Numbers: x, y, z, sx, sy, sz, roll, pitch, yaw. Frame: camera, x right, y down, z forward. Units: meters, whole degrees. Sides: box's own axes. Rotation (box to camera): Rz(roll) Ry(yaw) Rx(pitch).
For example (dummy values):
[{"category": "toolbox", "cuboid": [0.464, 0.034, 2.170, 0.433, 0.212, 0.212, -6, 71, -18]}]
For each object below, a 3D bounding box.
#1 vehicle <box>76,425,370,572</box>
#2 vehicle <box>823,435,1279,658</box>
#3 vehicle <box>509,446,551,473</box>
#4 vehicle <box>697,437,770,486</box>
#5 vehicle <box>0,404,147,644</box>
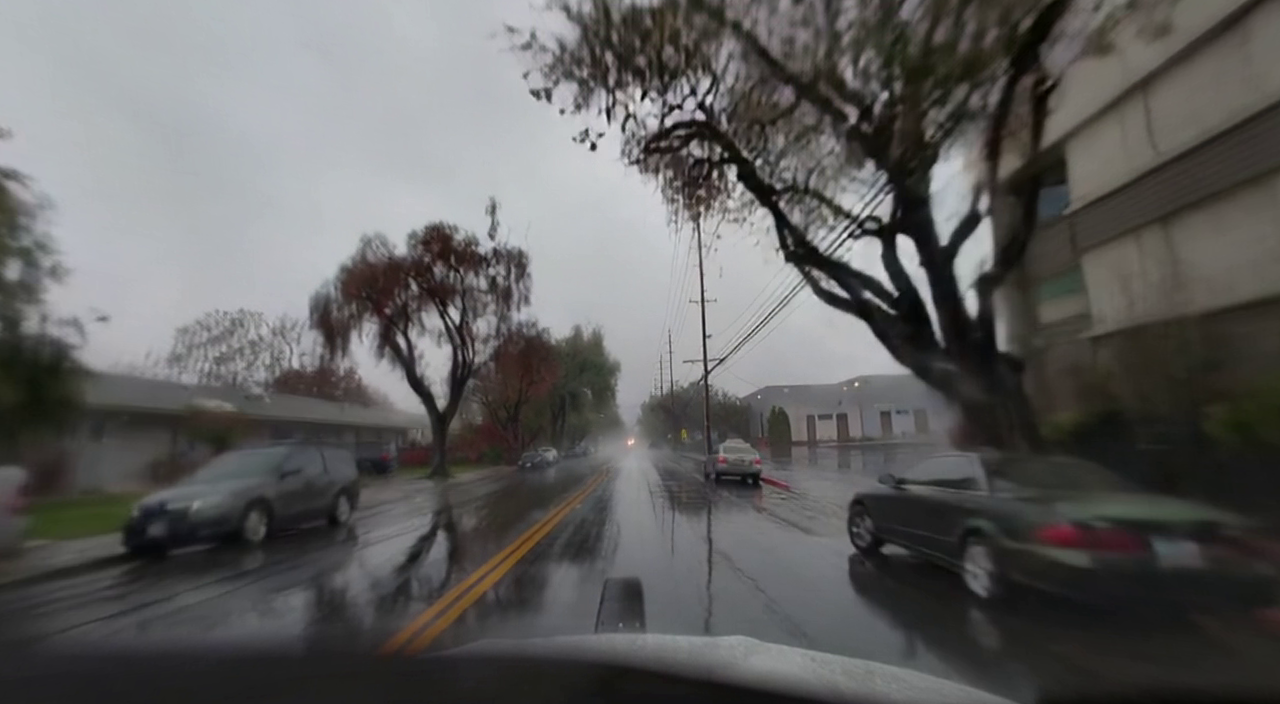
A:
[{"category": "vehicle", "cuboid": [-6.628, 2.316, 10.890, 2.059, 1.831, 4.590, -3, -8, -1]}, {"category": "vehicle", "cuboid": [3.422, 1.543, 6.218, 1.802, 1.382, 4.300, 0, -8, -2]}, {"category": "vehicle", "cuboid": [-6.733, 6.631, 39.115, 1.815, 1.402, 4.559, -4, -8, -1]}, {"category": "vehicle", "cuboid": [3.112, 3.740, 21.905, 1.843, 1.495, 3.930, 0, -8, -1]}, {"category": "vehicle", "cuboid": [-6.274, 1.238, 3.735, 2.382, 1.869, 5.476, -4, -9, -1]}]
